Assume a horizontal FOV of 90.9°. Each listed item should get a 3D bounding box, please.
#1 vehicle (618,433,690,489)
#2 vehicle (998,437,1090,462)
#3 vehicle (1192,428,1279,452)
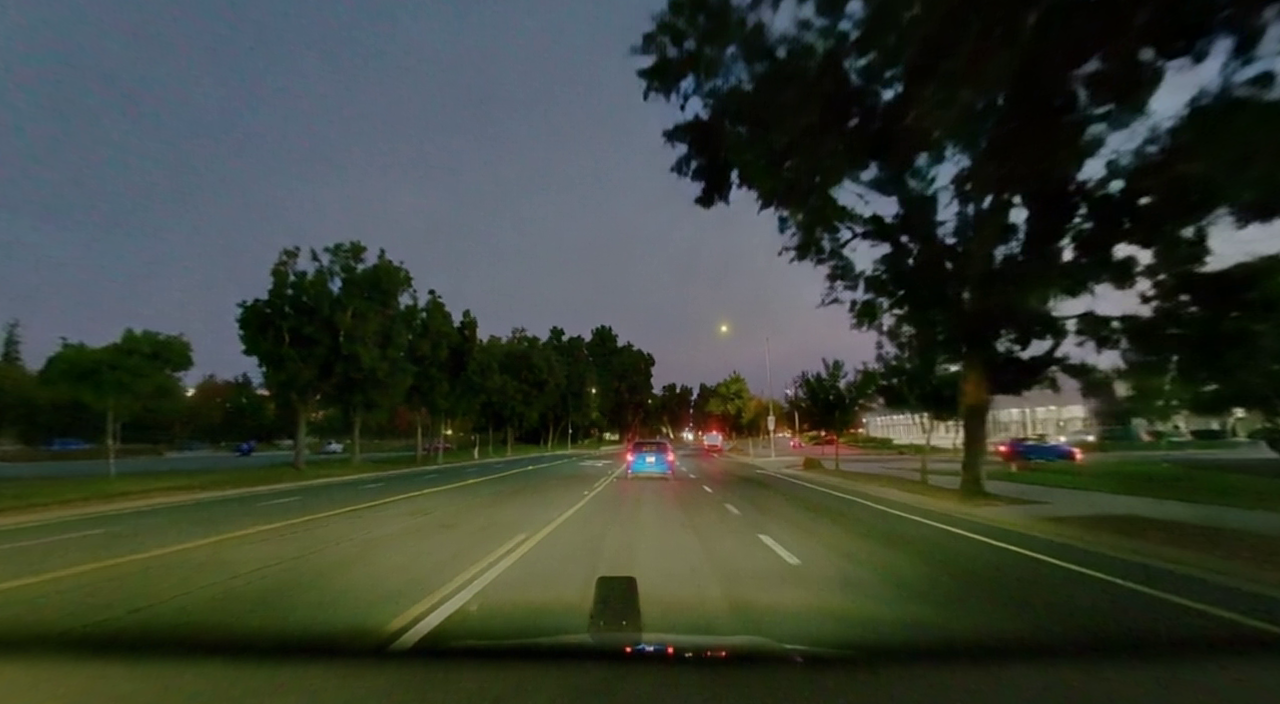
[{"bbox_3d":[0.404,3.319,19.497,2.010,1.535,3.735,0,-8,0],"label":"vehicle"},{"bbox_3d":[25.162,6.096,39.410,4.305,1.457,1.885,-1,-8,7],"label":"vehicle"},{"bbox_3d":[42.839,6.335,45.344,4.324,1.411,1.882,-4,-9,1],"label":"vehicle"}]
